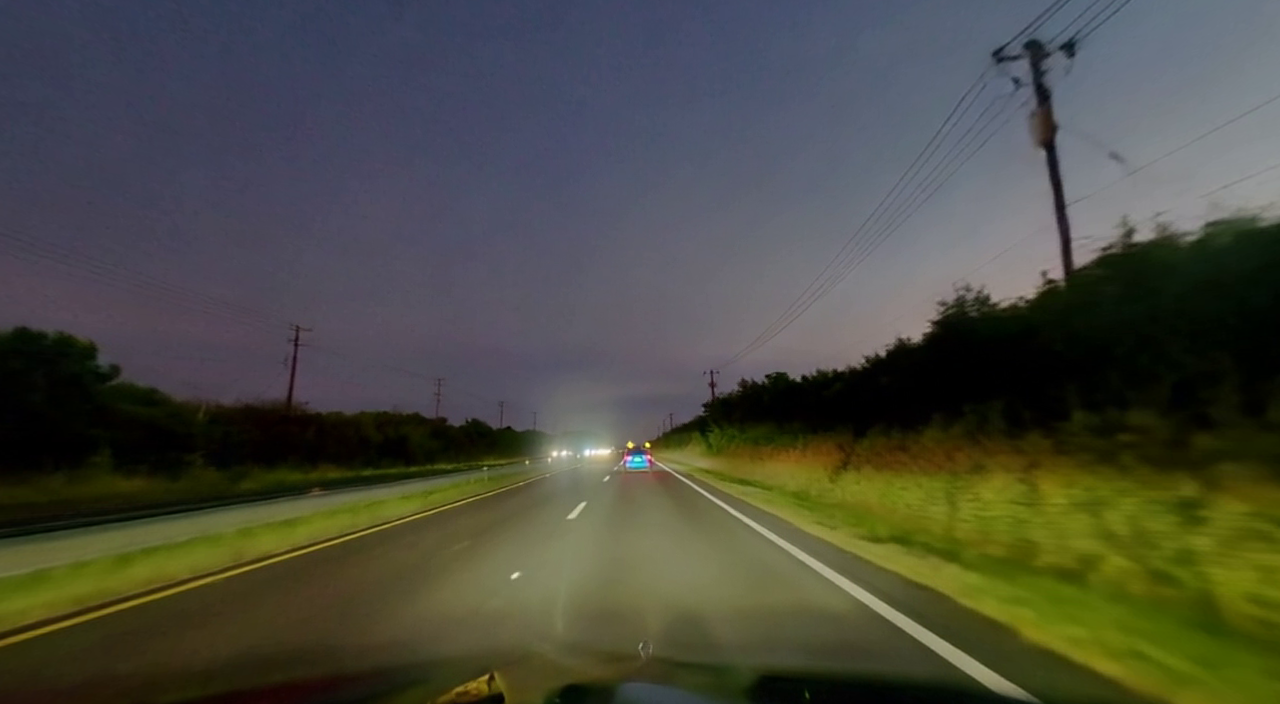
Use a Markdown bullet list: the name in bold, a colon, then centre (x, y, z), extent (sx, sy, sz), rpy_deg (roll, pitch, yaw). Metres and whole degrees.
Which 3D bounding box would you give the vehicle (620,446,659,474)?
- **vehicle**: centre (-0.066, 6.061, 35.462), extent (2.080, 1.486, 3.813), rpy_deg (0, -9, -1)
